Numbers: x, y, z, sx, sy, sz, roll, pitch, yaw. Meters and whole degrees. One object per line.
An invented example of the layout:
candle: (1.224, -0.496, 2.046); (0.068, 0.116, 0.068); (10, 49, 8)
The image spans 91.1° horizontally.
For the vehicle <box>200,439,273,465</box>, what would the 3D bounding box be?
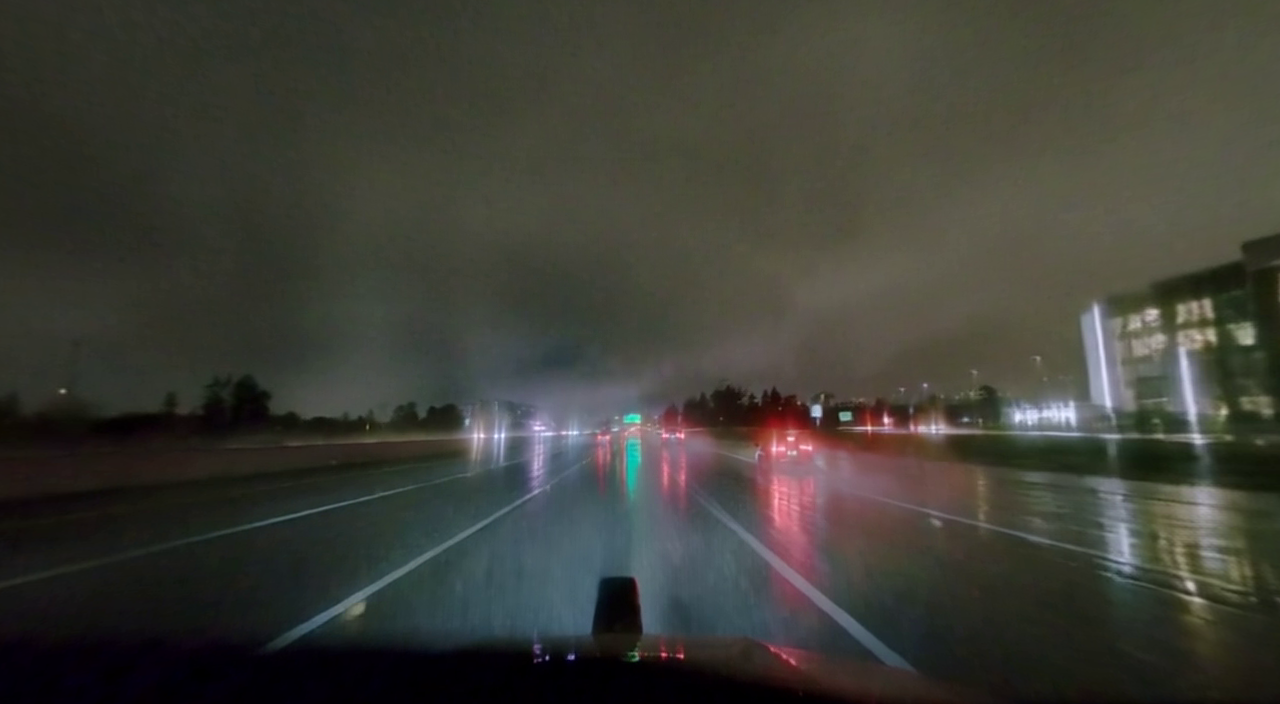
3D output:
vehicle: (-24.909, 6.180, 38.989); (1.840, 1.491, 4.012); (0, -8, 0)
